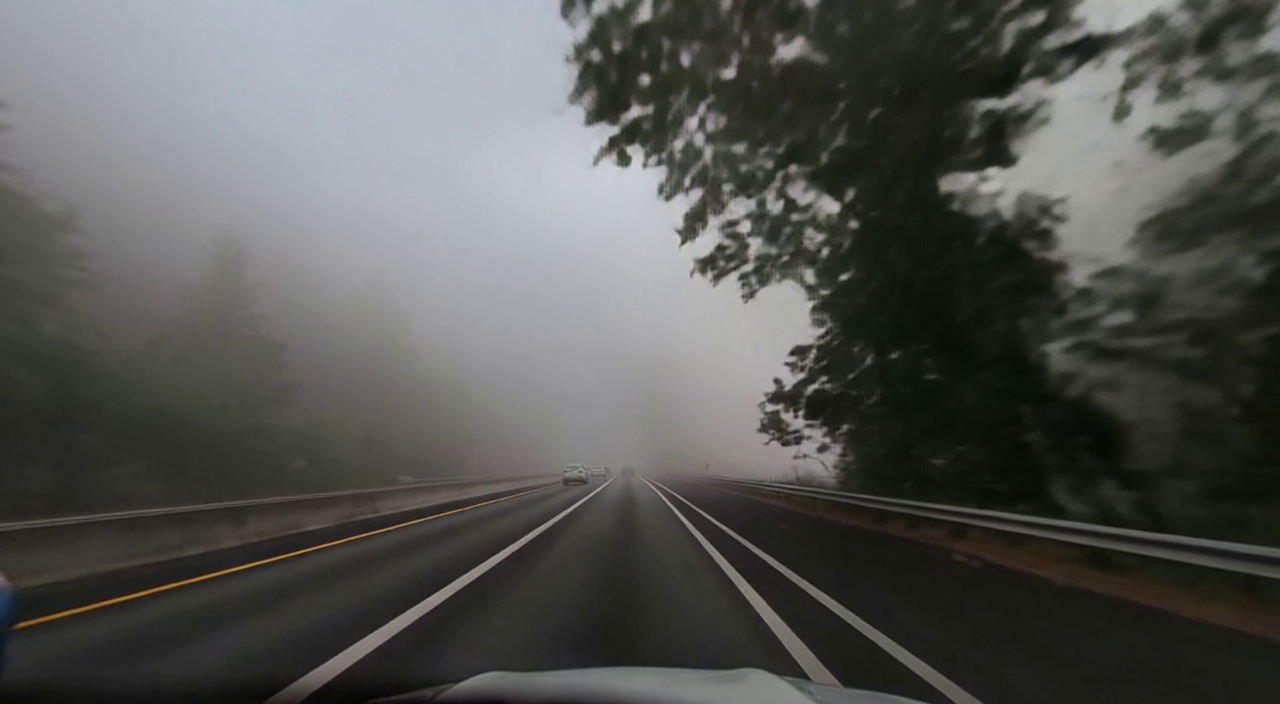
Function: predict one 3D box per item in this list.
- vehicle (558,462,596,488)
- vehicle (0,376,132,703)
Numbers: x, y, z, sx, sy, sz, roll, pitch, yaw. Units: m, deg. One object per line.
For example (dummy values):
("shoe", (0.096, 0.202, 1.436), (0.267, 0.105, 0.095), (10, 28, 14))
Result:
("vehicle", (-4.148, 8.236, 42.239), (2.068, 1.592, 4.479), (1, -10, 0))
("vehicle", (-3.889, 0.625, 1.042), (2.123, 1.666, 4.709), (1, -10, 0))
